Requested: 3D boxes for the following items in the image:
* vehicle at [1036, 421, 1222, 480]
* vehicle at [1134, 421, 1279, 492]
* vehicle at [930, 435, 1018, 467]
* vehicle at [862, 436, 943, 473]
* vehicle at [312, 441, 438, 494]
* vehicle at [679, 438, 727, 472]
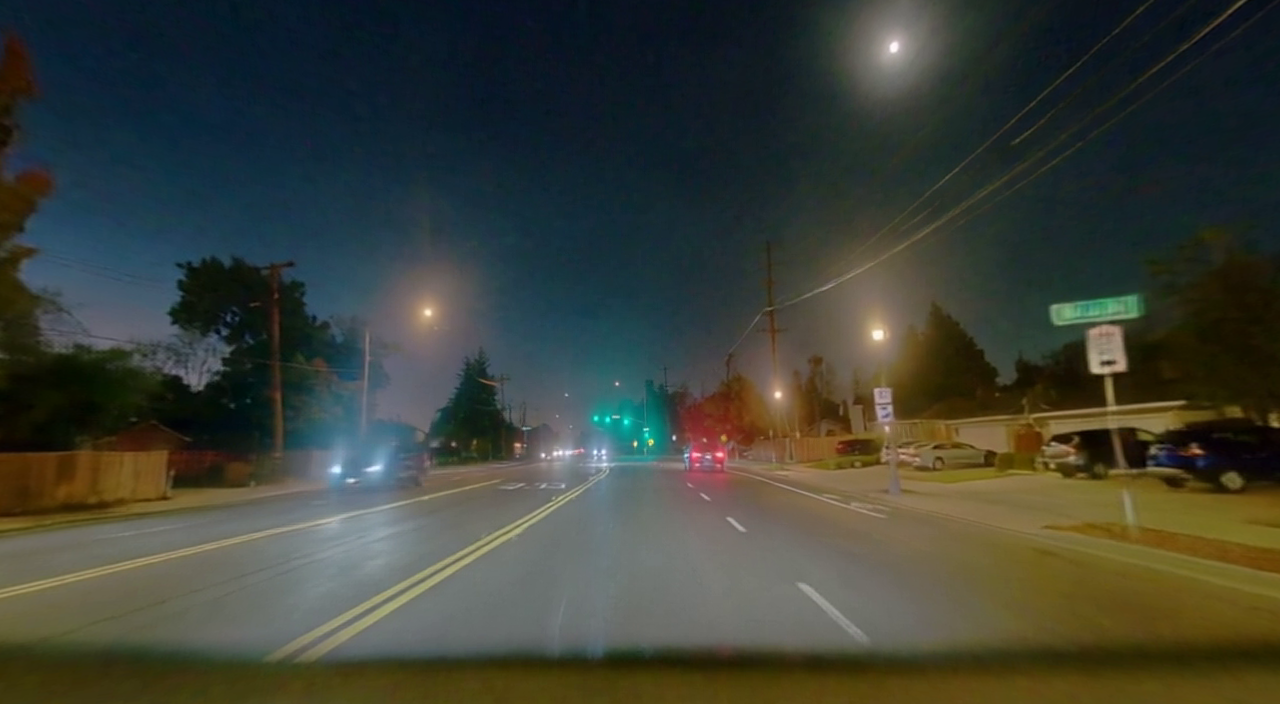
[{"bbox_3d":[16.442,3.354,21.437,4.329,1.682,2.240,-3,-9,2],"label":"vehicle"},{"bbox_3d":[15.221,2.535,15.658,4.135,1.558,1.929,-2,-8,2],"label":"vehicle"},{"bbox_3d":[16.065,4.798,30.600,1.747,1.405,4.372,0,-9,-2],"label":"vehicle"},{"bbox_3d":[12.359,4.847,30.044,1.970,1.561,4.725,-1,-9,3],"label":"vehicle"},{"bbox_3d":[-8.924,3.916,21.737,2.179,1.613,4.516,-1,-9,3],"label":"vehicle"},{"bbox_3d":[3.583,5.986,36.877,2.144,1.843,4.827,0,-9,-2],"label":"vehicle"}]
